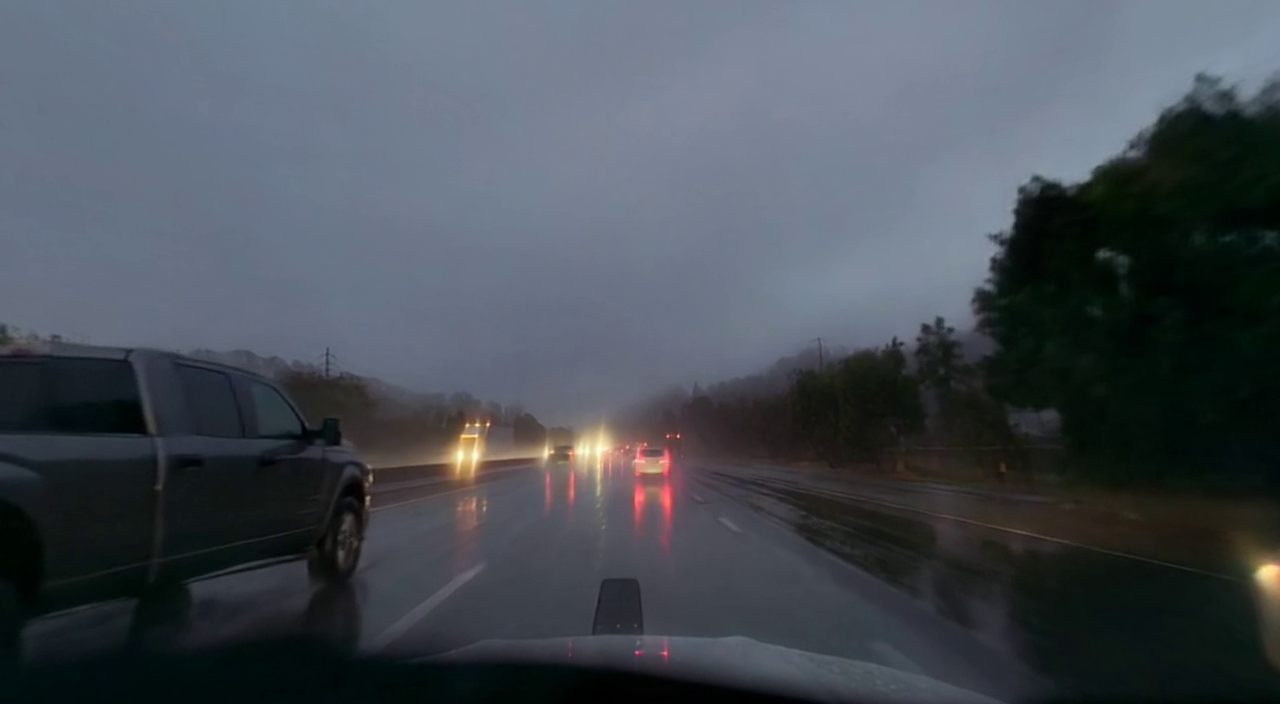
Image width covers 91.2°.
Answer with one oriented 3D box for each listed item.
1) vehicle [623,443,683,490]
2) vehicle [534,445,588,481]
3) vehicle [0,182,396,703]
[{"bbox_3d":[0.424,4.200,23.290,2.015,1.526,4.286,0,-9,-1],"label":"vehicle"},{"bbox_3d":[-3.644,5.184,29.560,1.940,1.502,4.463,0,-9,1],"label":"vehicle"},{"bbox_3d":[-4.031,0.718,4.011,2.523,2.458,6.022,0,-9,-1],"label":"vehicle"}]
